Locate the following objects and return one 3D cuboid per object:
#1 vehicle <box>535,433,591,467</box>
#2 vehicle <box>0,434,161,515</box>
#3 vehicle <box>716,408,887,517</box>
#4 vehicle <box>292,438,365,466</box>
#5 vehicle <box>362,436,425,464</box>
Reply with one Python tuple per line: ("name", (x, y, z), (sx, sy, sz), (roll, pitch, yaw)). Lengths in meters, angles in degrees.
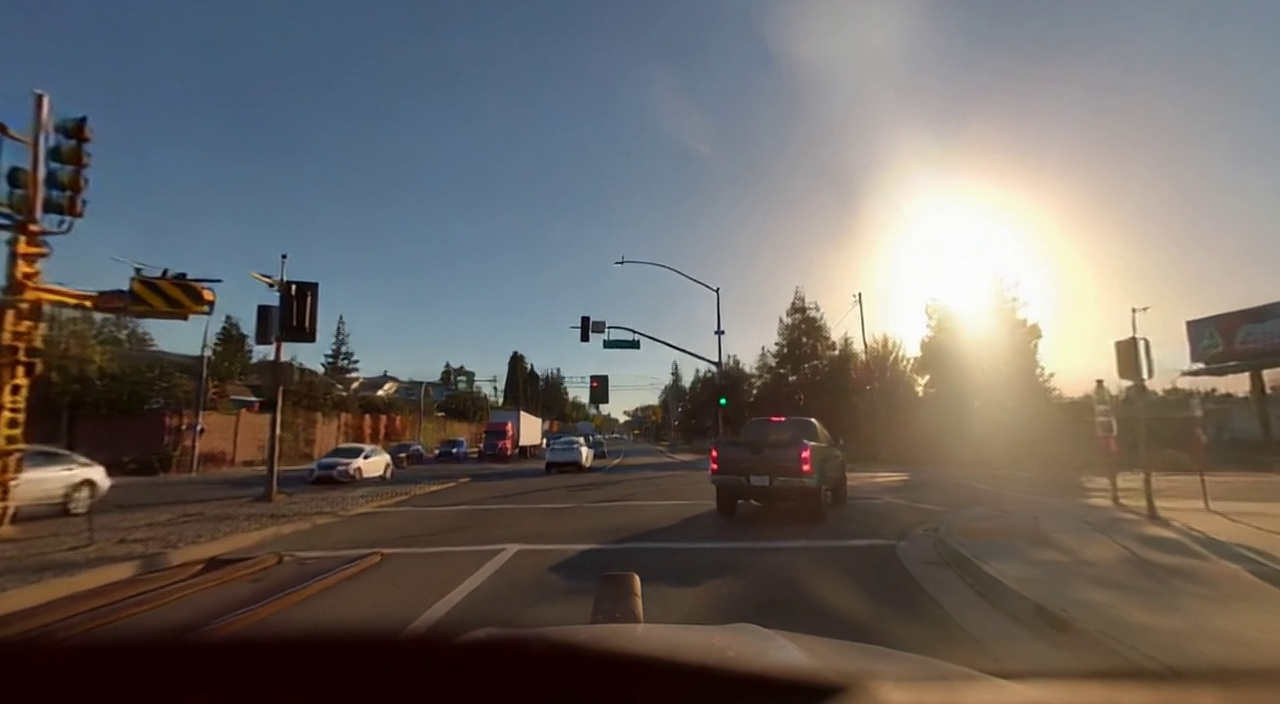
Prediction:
("vehicle", (-3.577, 4.633, 30.207), (2.004, 1.482, 4.799), (0, -8, 1))
("vehicle", (-12.922, 2.499, 13.369), (2.027, 1.482, 4.711), (0, -8, -2))
("vehicle", (3.828, 2.352, 14.158), (2.404, 1.926, 5.251), (-4, -9, 28))
("vehicle", (-17.687, 5.658, 36.114), (1.908, 1.482, 4.621), (0, -8, -1))
("vehicle", (-13.919, 5.542, 35.923), (1.864, 1.456, 4.409), (0, -8, -1))
